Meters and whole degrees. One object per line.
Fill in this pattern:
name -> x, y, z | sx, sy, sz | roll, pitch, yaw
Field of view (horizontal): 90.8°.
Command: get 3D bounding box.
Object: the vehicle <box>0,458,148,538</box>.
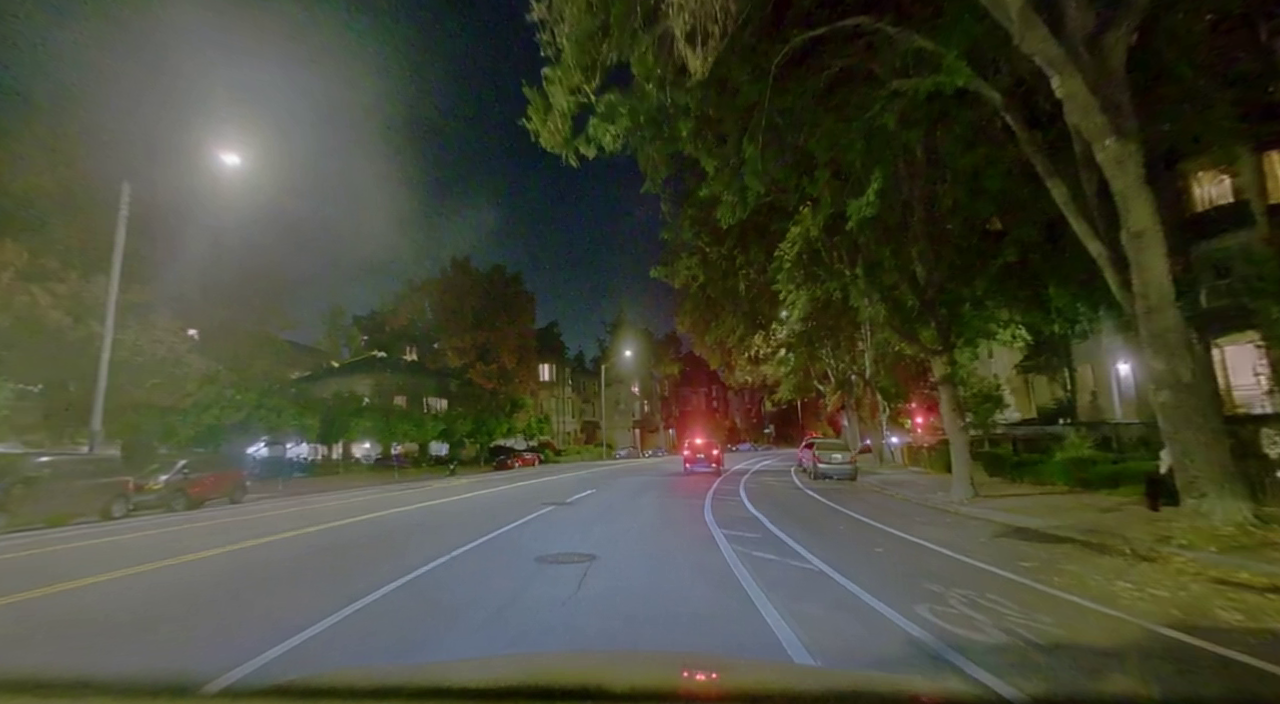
vehicle -> -12.991, 2.981, 13.166 | 1.777, 1.432, 4.327 | -1, -8, 4

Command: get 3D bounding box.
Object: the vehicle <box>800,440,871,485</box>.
vehicle -> 7.031, 3.991, 23.206 | 1.940, 1.456, 4.502 | -2, -9, 11

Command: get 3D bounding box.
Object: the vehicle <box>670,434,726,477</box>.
vehicle -> 2.585, 4.419, 27.233 | 1.852, 1.680, 4.488 | -2, -9, 12

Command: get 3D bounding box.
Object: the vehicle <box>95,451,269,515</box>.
vehicle -> -12.610, 3.579, 17.763 | 1.805, 1.535, 3.798 | -1, -8, 5
